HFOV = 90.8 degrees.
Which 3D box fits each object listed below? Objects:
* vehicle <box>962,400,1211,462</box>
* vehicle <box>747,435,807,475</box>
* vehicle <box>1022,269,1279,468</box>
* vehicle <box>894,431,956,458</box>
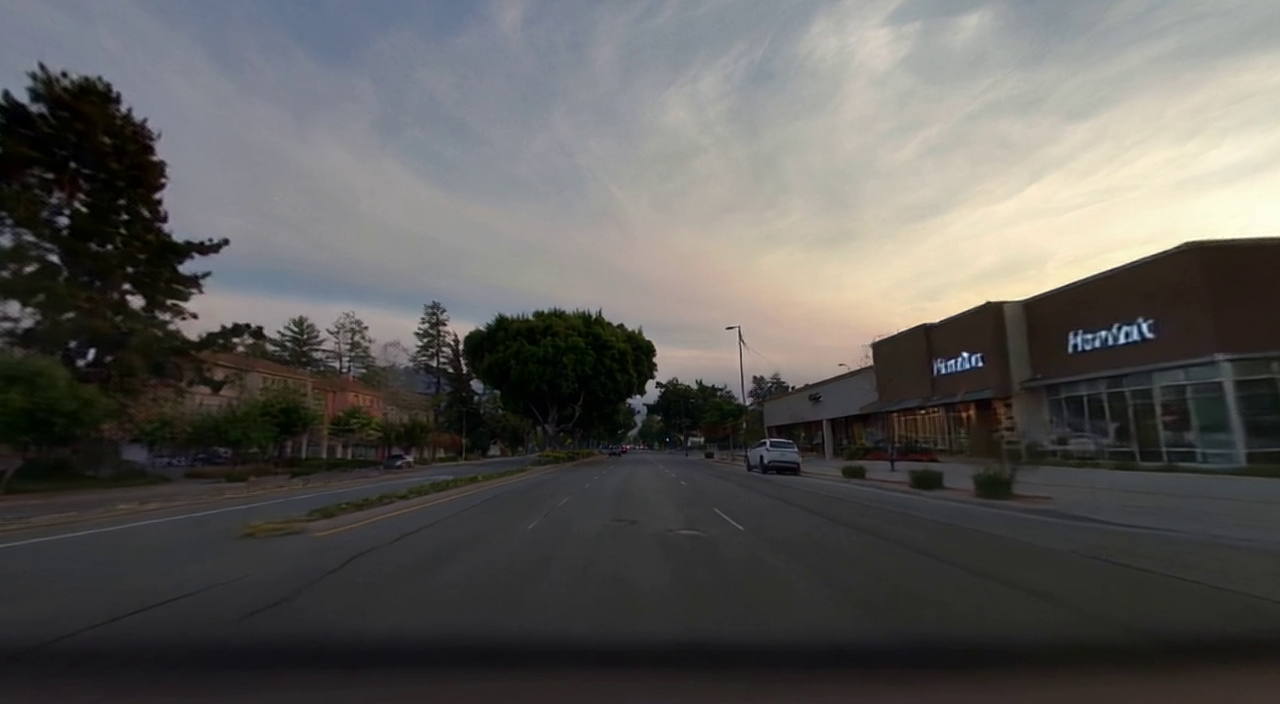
[{"bbox_3d":[14.428,2.648,20.481,6.592,1.676,4.007,5,-10,-29],"label":"vehicle"},{"bbox_3d":[7.009,5.313,32.816,1.954,1.907,4.736,0,-9,-1],"label":"vehicle"},{"bbox_3d":[22.901,0.470,21.366,16.415,6.611,1.394,-5,-10,25],"label":"vehicle"},{"bbox_3d":[14.451,4.677,31.963,3.386,1.301,0.852,4,-10,-27],"label":"vehicle"}]
